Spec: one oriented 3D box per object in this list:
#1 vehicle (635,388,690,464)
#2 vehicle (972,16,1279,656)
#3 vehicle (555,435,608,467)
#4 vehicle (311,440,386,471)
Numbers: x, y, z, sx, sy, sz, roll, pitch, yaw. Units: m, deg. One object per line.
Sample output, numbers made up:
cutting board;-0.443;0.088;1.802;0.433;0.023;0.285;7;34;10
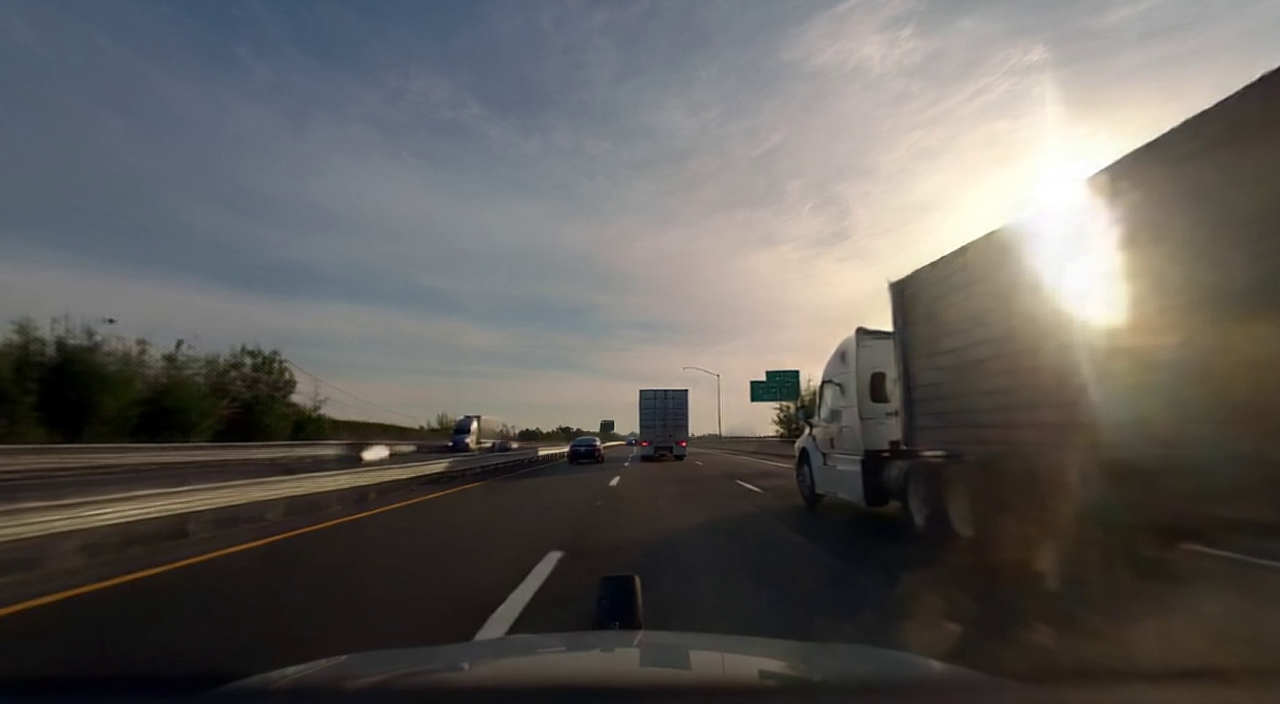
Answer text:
vehicle;1.364;4.864;40.682;2.966;4.072;13.408;0;-8;1
vehicle;5.468;-0.188;3.316;2.873;3.998;8.286;0;-8;0
vehicle;-2.976;5.182;33.319;2.208;1.542;5.138;0;-8;1
vehicle;-14.700;5.206;32.023;1.924;1.440;3.790;0;-8;1
